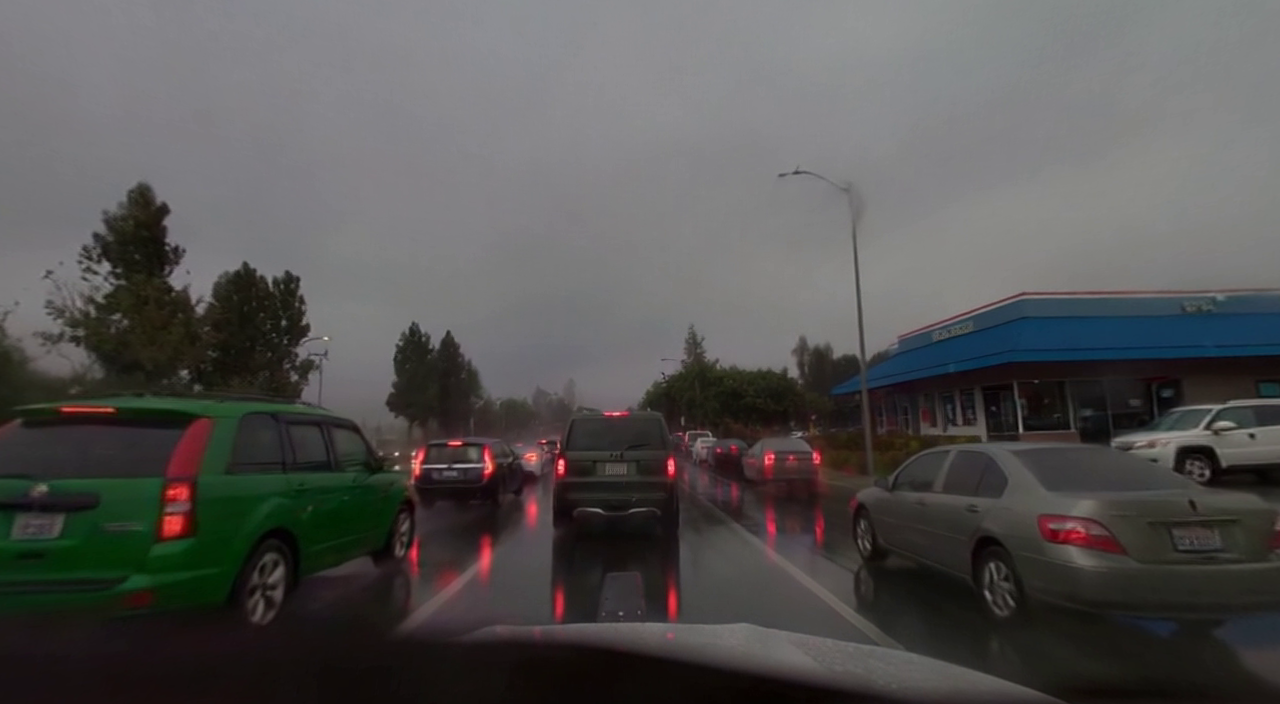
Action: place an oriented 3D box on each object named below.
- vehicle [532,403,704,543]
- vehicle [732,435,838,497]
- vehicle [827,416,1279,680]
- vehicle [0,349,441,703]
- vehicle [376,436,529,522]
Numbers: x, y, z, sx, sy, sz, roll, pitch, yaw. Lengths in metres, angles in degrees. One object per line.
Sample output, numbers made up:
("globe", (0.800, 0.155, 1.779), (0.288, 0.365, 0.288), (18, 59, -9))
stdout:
("vehicle", (-0.326, 1.899, 10.441), (2.238, 1.825, 4.190), (0, -9, -1))
("vehicle", (3.896, 3.135, 17.762), (1.875, 1.521, 4.192), (0, -9, -1))
("vehicle", (3.378, 1.440, 5.826), (1.900, 1.477, 4.352), (0, -9, -1))
("vehicle", (-3.628, 1.229, 5.567), (2.231, 1.853, 4.461), (0, -9, 0))
("vehicle", (-3.567, 2.480, 12.909), (1.849, 1.451, 4.218), (0, -9, -1))
